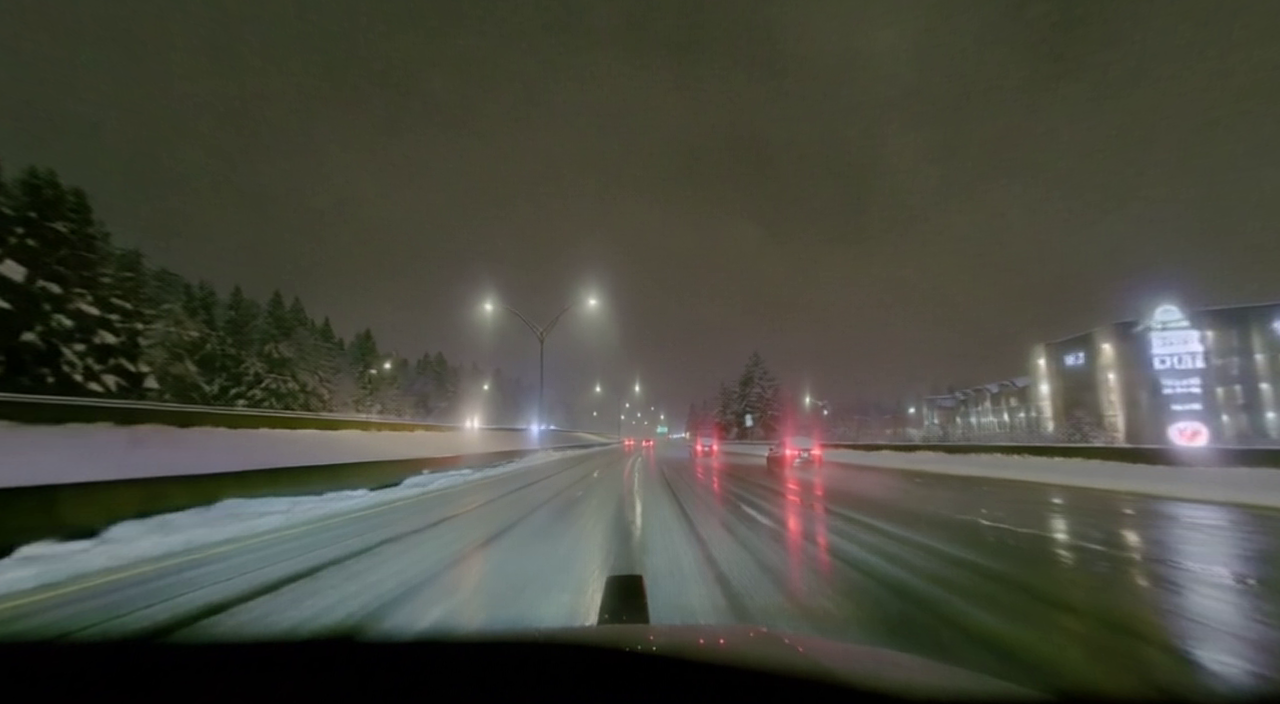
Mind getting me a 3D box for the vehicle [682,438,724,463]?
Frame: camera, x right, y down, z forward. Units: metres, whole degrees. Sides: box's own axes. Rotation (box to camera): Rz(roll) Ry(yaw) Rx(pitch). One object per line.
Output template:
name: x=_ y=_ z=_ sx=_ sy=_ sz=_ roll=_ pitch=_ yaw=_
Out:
vehicle: x=3.838 y=6.115 z=39.173 sx=2.069 sy=1.431 sz=4.313 roll=0 pitch=-8 yaw=-1
